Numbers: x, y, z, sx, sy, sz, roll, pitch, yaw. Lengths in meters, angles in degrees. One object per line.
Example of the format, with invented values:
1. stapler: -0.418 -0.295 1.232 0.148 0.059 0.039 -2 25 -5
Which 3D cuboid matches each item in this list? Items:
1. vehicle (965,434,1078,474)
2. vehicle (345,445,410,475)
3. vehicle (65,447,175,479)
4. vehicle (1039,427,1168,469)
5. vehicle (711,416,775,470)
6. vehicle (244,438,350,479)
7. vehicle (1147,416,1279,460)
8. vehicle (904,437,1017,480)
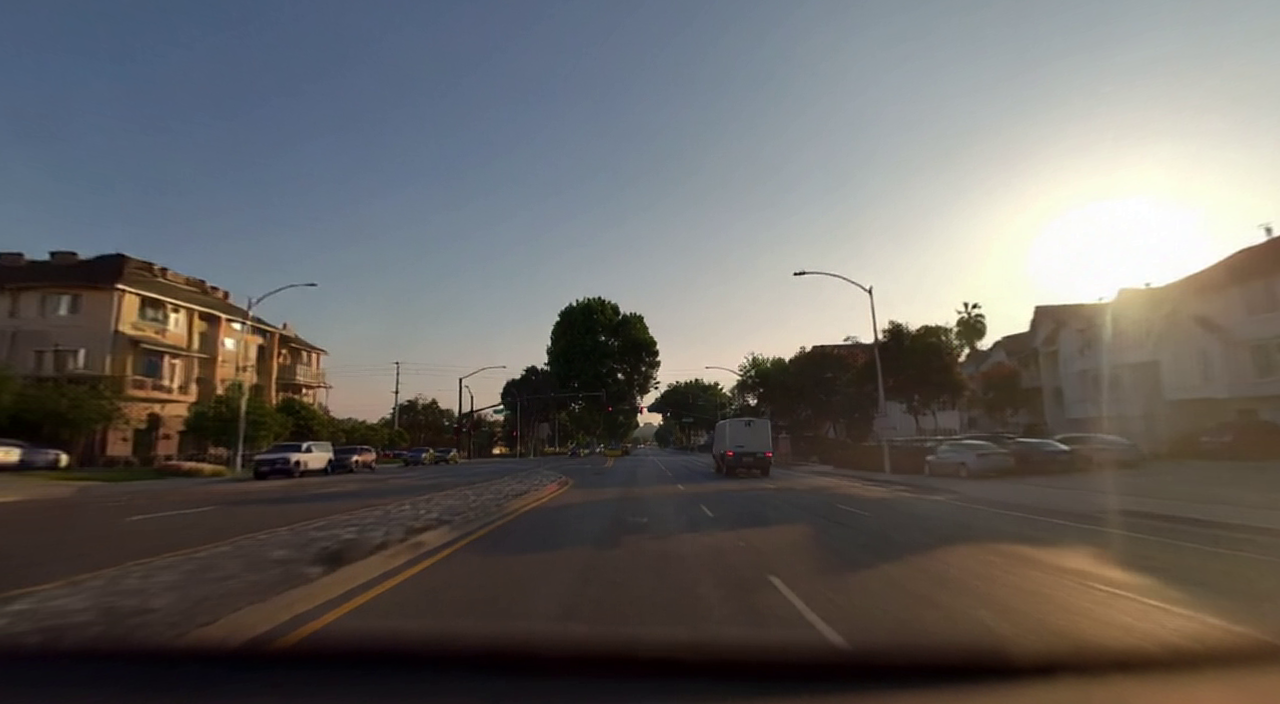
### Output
1. vehicle: 15.846 4.281 26.475 1.899 1.517 4.378 1 -9 -2
2. vehicle: -15.058 6.193 36.316 1.917 1.577 3.995 0 -9 1
3. vehicle: -26.397 5.619 32.201 1.847 1.464 4.374 0 -9 1
4. vehicle: 19.039 3.992 26.176 1.882 1.537 4.418 1 -9 -2
5. vehicle: 6.595 6.045 41.501 2.802 3.208 7.459 1 -9 -1
6. vehicle: -18.452 5.714 34.305 2.390 1.995 5.895 0 -8 1
7. vehicle: 24.012 3.642 26.450 1.888 1.678 4.074 1 -9 -2
8. vehicle: 12.796 4.290 25.577 2.079 1.541 4.801 0 -9 0
